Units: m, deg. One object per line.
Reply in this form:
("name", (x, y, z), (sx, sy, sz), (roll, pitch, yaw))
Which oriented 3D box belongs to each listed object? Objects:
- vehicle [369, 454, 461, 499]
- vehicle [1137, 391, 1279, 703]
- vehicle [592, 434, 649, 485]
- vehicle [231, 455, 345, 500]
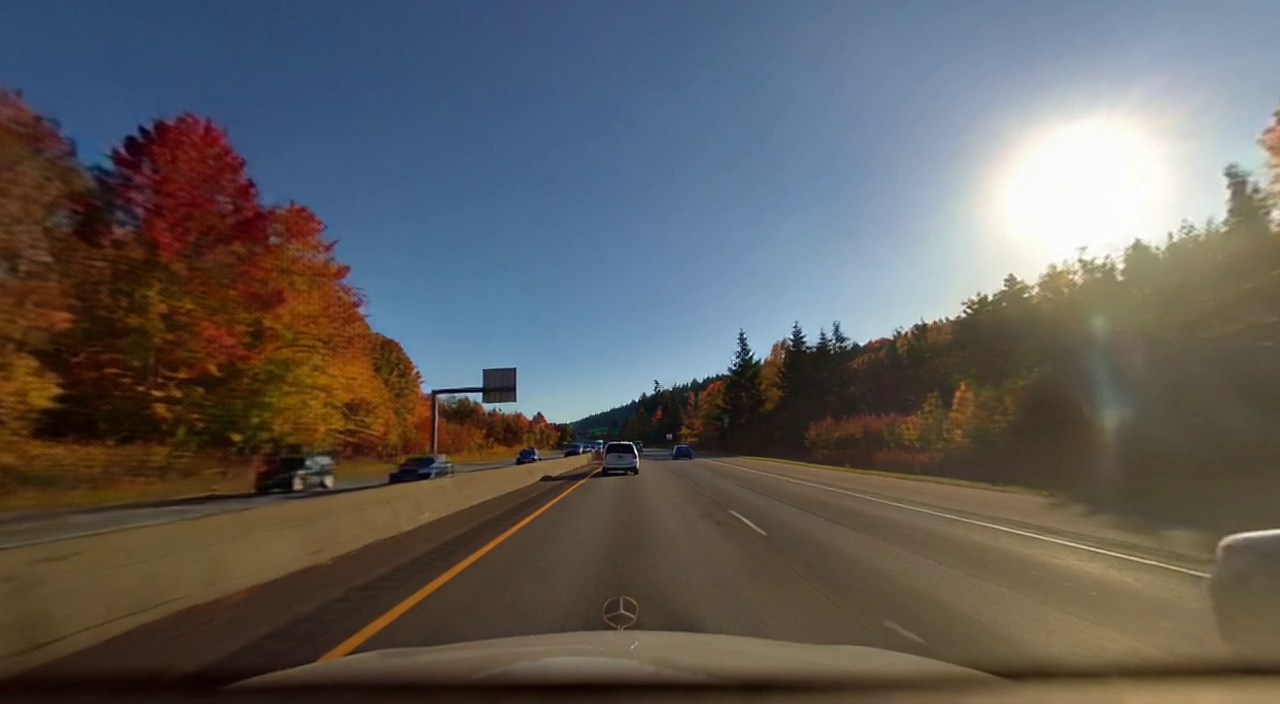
("vehicle", (-8.579, 4.767, 24.374), (1.950, 1.479, 4.517), (0, -9, 0))
("vehicle", (3.939, 0.720, 1.507), (1.843, 1.505, 4.339), (0, -9, -1))
("vehicle", (-0.664, 3.965, 23.340), (1.937, 1.699, 3.936), (0, -9, 0))
("vehicle", (-13.716, 4.867, 24.778), (1.940, 1.529, 4.496), (0, -9, 0))
